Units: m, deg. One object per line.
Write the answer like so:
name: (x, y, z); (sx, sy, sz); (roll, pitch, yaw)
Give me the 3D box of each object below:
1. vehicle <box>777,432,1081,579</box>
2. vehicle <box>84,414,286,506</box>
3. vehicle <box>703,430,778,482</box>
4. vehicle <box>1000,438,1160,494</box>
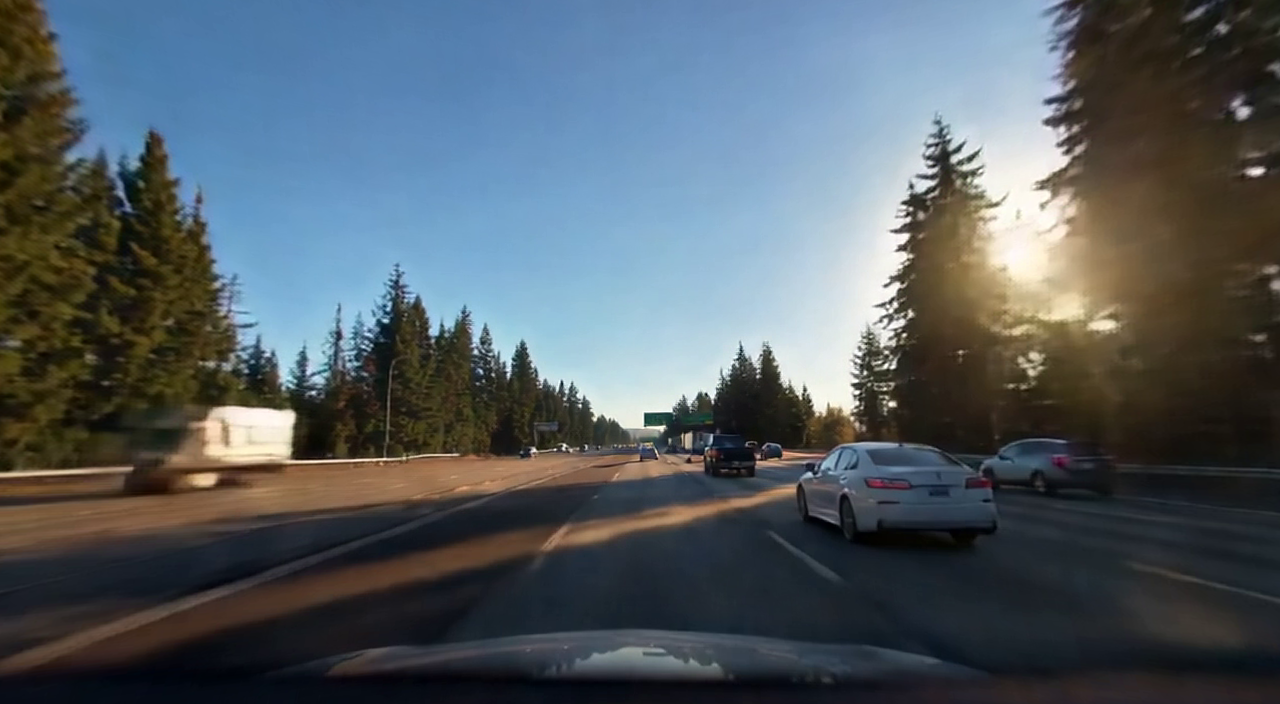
vehicle: (3.429, 1.906, 8.735); (1.904, 1.453, 4.789); (0, -9, -1)
vehicle: (-14.748, 3.534, 20.999); (2.305, 2.613, 5.756); (0, -9, 0)
vehicle: (4.055, 4.312, 26.317); (2.206, 1.902, 5.460); (0, -9, 0)
vehicle: (15.136, 3.911, 22.043); (2.027, 1.711, 4.963); (0, -9, 0)
